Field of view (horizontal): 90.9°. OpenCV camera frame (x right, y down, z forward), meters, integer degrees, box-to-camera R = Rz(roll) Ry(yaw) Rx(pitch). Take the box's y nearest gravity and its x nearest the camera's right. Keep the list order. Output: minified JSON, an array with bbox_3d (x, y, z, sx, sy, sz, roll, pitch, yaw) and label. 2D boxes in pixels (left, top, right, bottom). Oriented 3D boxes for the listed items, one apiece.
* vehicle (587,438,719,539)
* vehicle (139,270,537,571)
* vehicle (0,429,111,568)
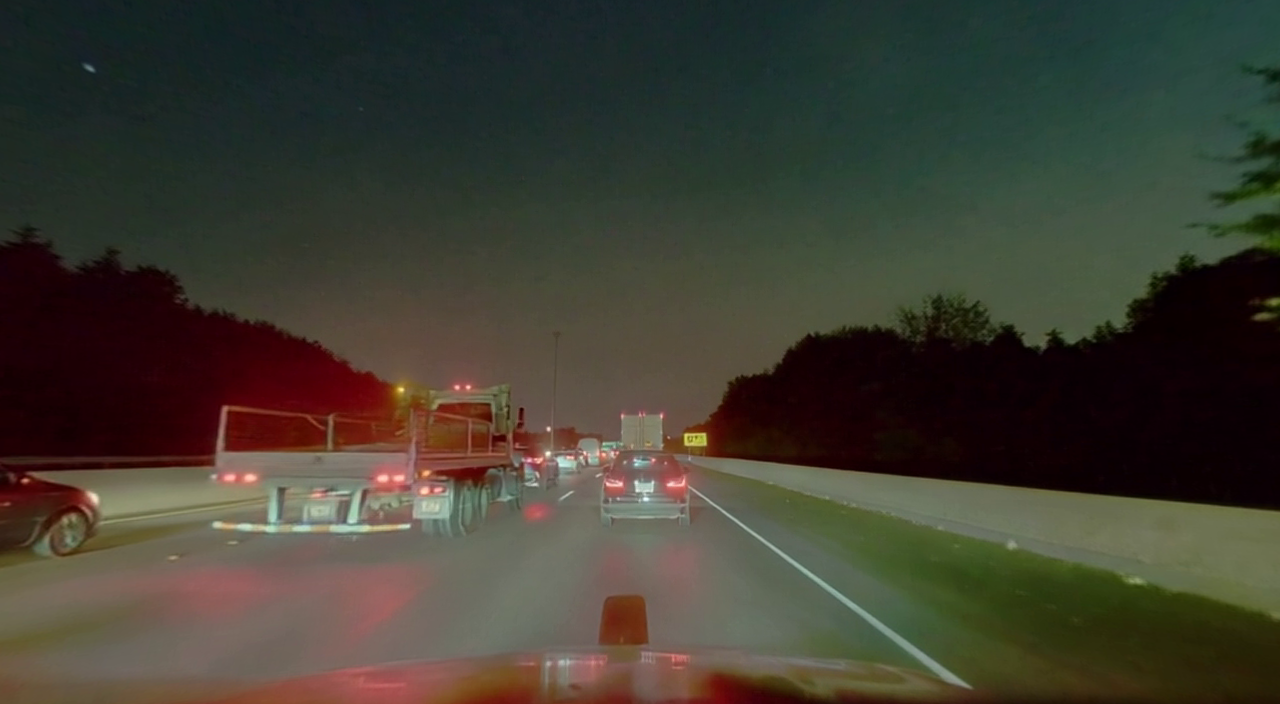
[{"bbox_3d":[0.195,2.340,11.297,1.995,1.495,3.380,0,-9,0],"label":"vehicle"},{"bbox_3d":[-3.886,1.307,10.801,2.832,3.293,7.782,0,-9,1],"label":"vehicle"},{"bbox_3d":[-7.864,1.458,5.962,1.824,1.489,4.422,0,-9,1],"label":"vehicle"}]
